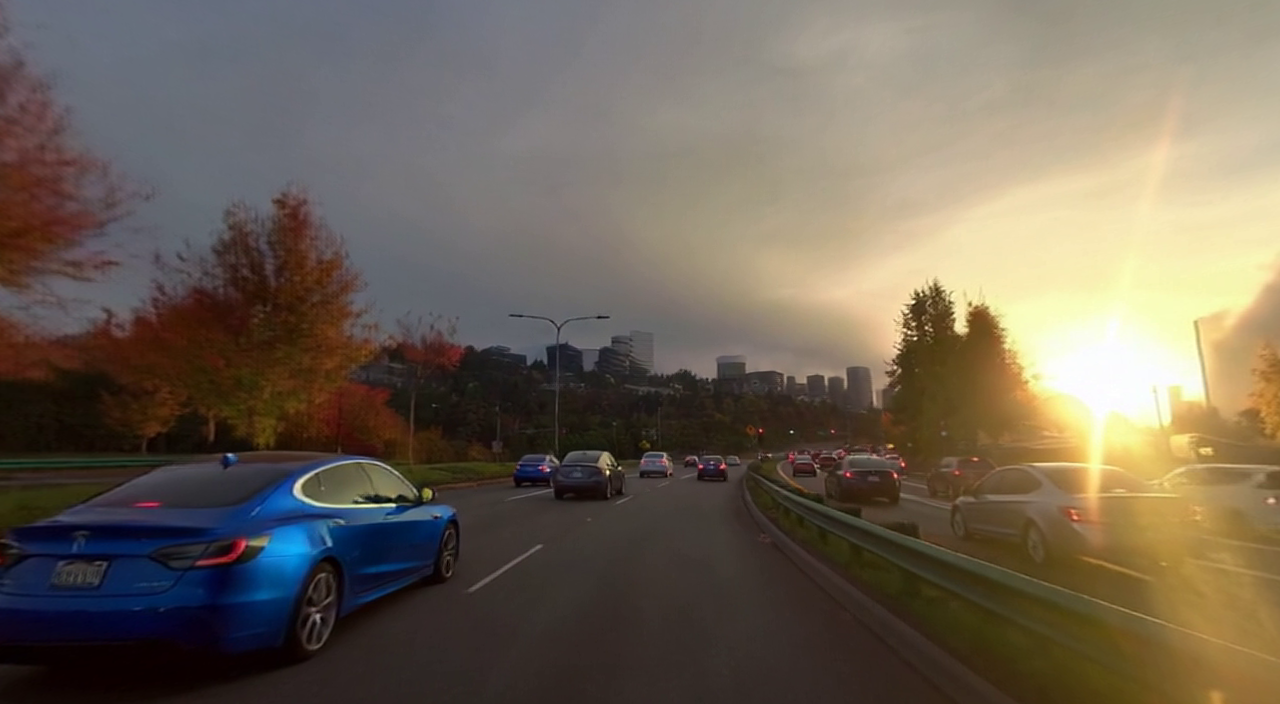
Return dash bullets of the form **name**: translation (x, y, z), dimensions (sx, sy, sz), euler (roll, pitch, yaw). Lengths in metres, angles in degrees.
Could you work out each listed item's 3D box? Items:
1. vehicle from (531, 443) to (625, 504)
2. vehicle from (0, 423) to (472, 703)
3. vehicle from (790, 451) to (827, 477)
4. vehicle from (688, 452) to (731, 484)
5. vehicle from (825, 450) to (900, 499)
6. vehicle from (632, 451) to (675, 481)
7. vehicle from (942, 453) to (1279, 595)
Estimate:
- **vehicle**: translation (-1.795, 3.757, 19.958), dimensions (1.979, 1.663, 4.513), euler (-1, -9, 7)
- **vehicle**: translation (-3.065, 1.433, 5.223), dimensions (1.921, 1.503, 4.317), euler (0, -9, 3)
- **vehicle**: translation (11.429, 7.618, 42.934), dimensions (1.890, 1.610, 4.045), euler (-1, -9, 8)
- **vehicle**: translation (3.689, 5.984, 32.828), dimensions (2.015, 1.506, 4.276), euler (-1, -9, 9)
- **vehicle**: translation (8.300, 4.556, 23.824), dimensions (1.768, 1.634, 4.064), euler (0, -9, 7)
- **vehicle**: translation (0.875, 6.633, 36.978), dimensions (1.930, 1.635, 4.260), euler (-1, -9, 9)
- **vehicle**: translation (6.546, 2.311, 9.491), dimensions (1.869, 1.516, 4.753), euler (0, -9, 3)
